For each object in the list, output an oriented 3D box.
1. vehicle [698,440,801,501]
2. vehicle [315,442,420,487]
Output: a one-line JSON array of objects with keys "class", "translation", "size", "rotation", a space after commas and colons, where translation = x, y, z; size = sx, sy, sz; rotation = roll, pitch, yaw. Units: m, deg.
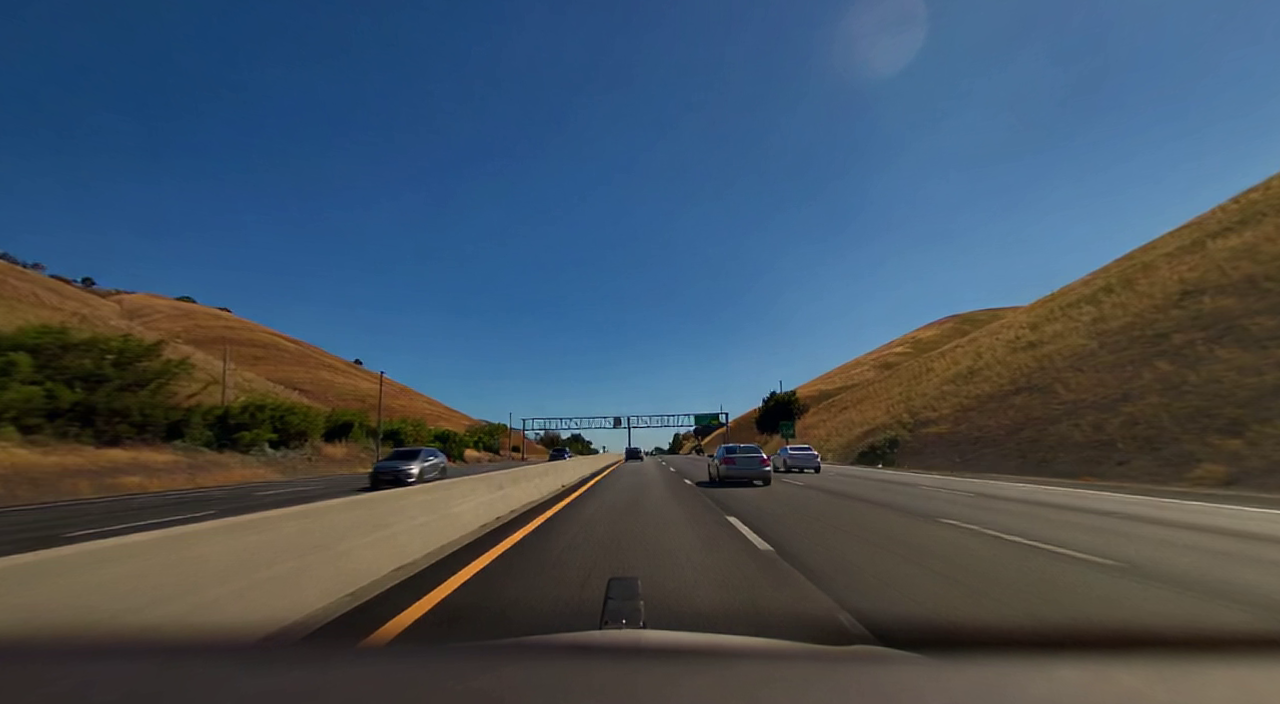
[{"class": "vehicle", "translation": [2.869, 3.201, 17.514], "size": [2.044, 1.444, 4.216], "rotation": [0, -8, -1]}, {"class": "vehicle", "translation": [-12.566, 5.183, 29.611], "size": [2.338, 1.817, 5.761], "rotation": [-2, -8, 1]}]
